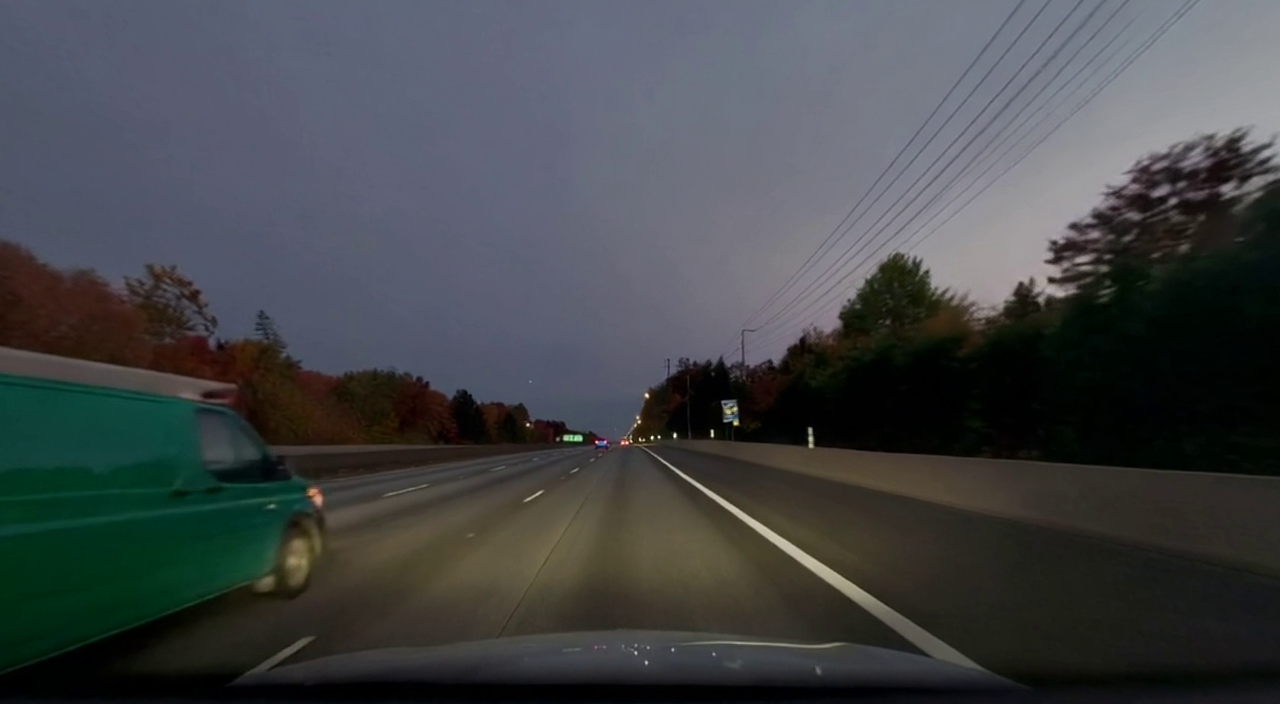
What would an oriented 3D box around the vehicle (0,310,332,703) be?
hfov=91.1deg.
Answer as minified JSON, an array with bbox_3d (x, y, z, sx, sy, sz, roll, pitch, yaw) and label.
[{"bbox_3d":[-3.621,0.846,2.464,2.263,1.985,5.176,0,-8,-1],"label":"vehicle"}]
